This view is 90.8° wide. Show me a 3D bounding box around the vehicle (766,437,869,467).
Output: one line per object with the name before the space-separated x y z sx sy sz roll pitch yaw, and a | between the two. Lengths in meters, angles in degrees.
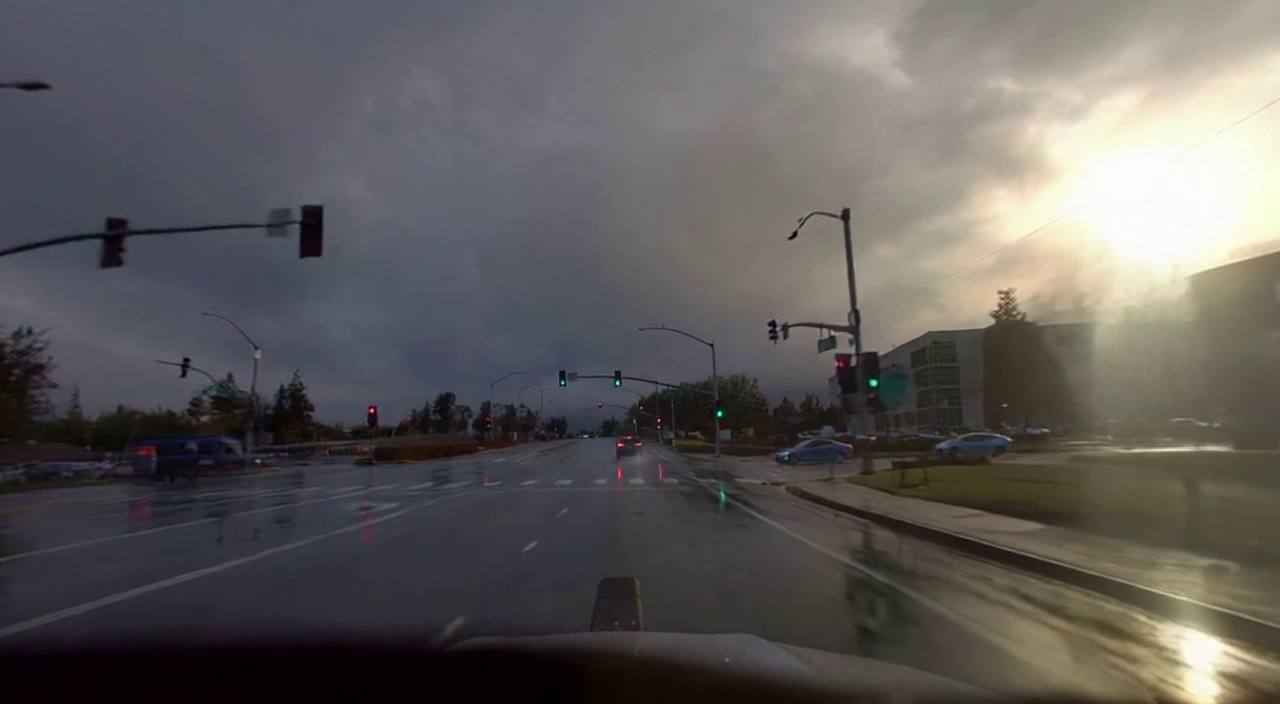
vehicle | 9.262 5.268 33.257 4.794 1.511 1.992 1 -9 -3

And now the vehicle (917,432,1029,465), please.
vehicle | 17.448 5.085 33.251 4.710 1.588 2.053 -1 -9 -2

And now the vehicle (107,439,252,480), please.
vehicle | -34.747 8.150 47.927 8.399 2.938 2.801 1 -9 -4

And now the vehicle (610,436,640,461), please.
vehicle | -1.068 6.922 45.298 2.024 1.628 4.774 0 -9 -1
